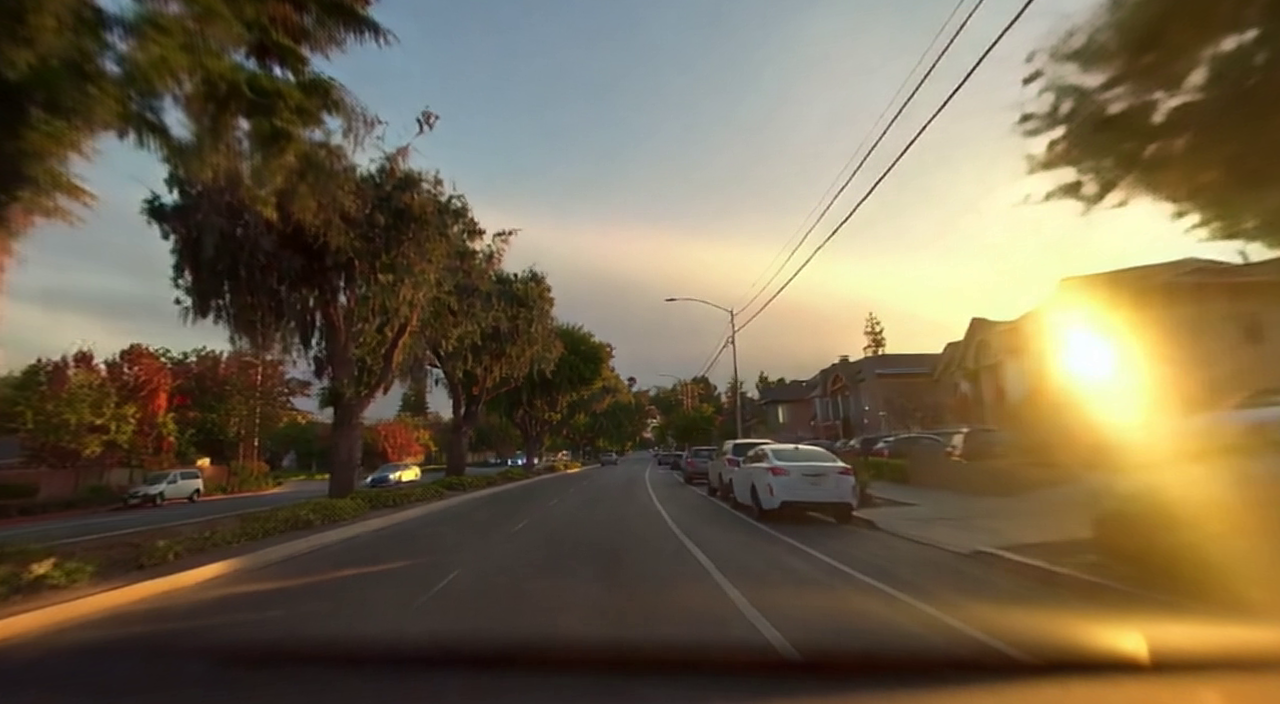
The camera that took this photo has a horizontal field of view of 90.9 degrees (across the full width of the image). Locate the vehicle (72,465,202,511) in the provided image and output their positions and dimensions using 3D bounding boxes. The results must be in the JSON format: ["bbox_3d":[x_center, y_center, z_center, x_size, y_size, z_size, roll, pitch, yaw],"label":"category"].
[{"bbox_3d":[-25.154,6.789,31.883,2.305,1.919,5.187,0,-8,-1],"label":"vehicle"}]

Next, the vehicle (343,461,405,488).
[{"bbox_3d":[-17.278,7.973,41.229,1.946,1.492,4.794,0,-8,0],"label":"vehicle"}]

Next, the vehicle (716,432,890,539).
[{"bbox_3d":[3.012,2.596,13.060,2.078,1.738,5.133,0,-8,-2],"label":"vehicle"}]
